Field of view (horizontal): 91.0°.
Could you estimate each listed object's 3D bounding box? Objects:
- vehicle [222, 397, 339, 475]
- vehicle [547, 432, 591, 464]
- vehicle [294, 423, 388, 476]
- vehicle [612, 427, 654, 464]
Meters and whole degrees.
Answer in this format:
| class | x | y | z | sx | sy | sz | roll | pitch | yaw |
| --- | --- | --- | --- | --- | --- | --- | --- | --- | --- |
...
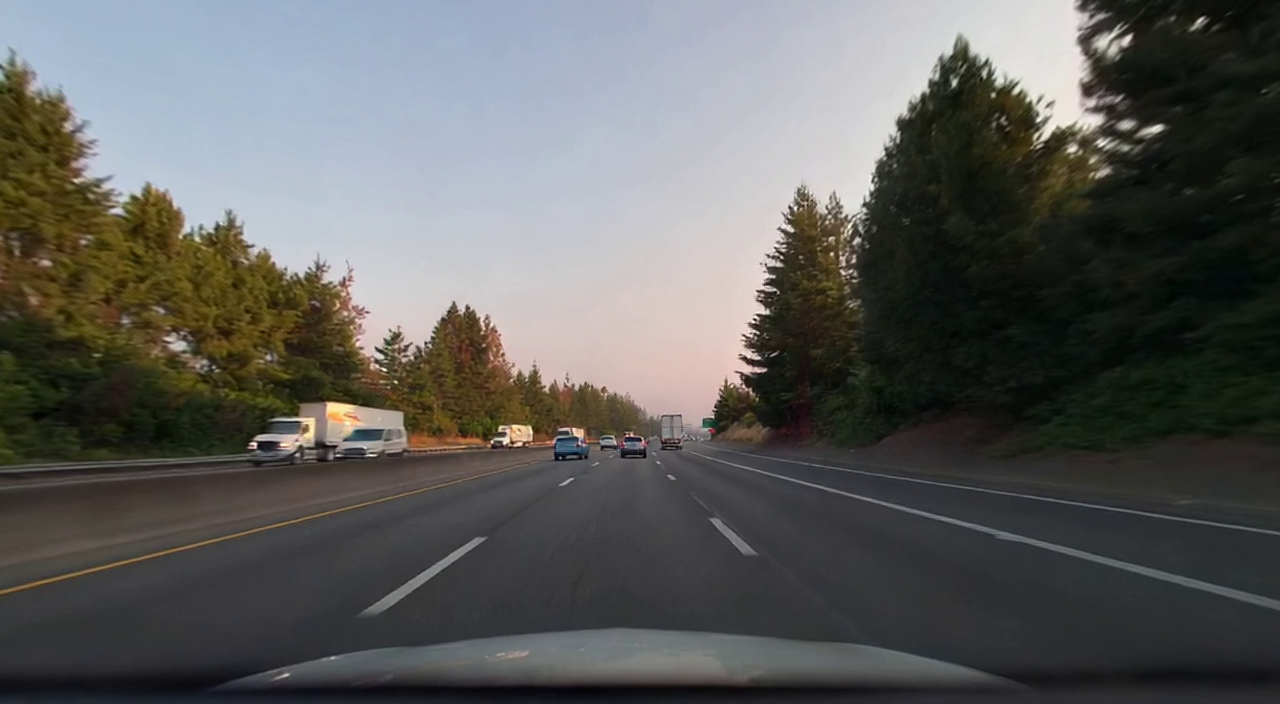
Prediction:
| class | x | y | z | sx | sy | sz | roll | pitch | yaw |
| --- | --- | --- | --- | --- | --- | --- | --- | --- | --- |
| vehicle | -20.177 | 4.805 | 35.813 | 2.986 | 3.988 | 5.912 | -1 | -8 | 0 |
| vehicle | -4.145 | 5.669 | 37.258 | 2.047 | 1.757 | 4.183 | -1 | -8 | 1 |
| vehicle | -16.191 | 5.334 | 34.581 | 2.274 | 2.595 | 5.800 | -1 | -8 | 0 |
| vehicle | -0.416 | 5.281 | 35.523 | 2.211 | 1.933 | 4.315 | 0 | -8 | -1 |
